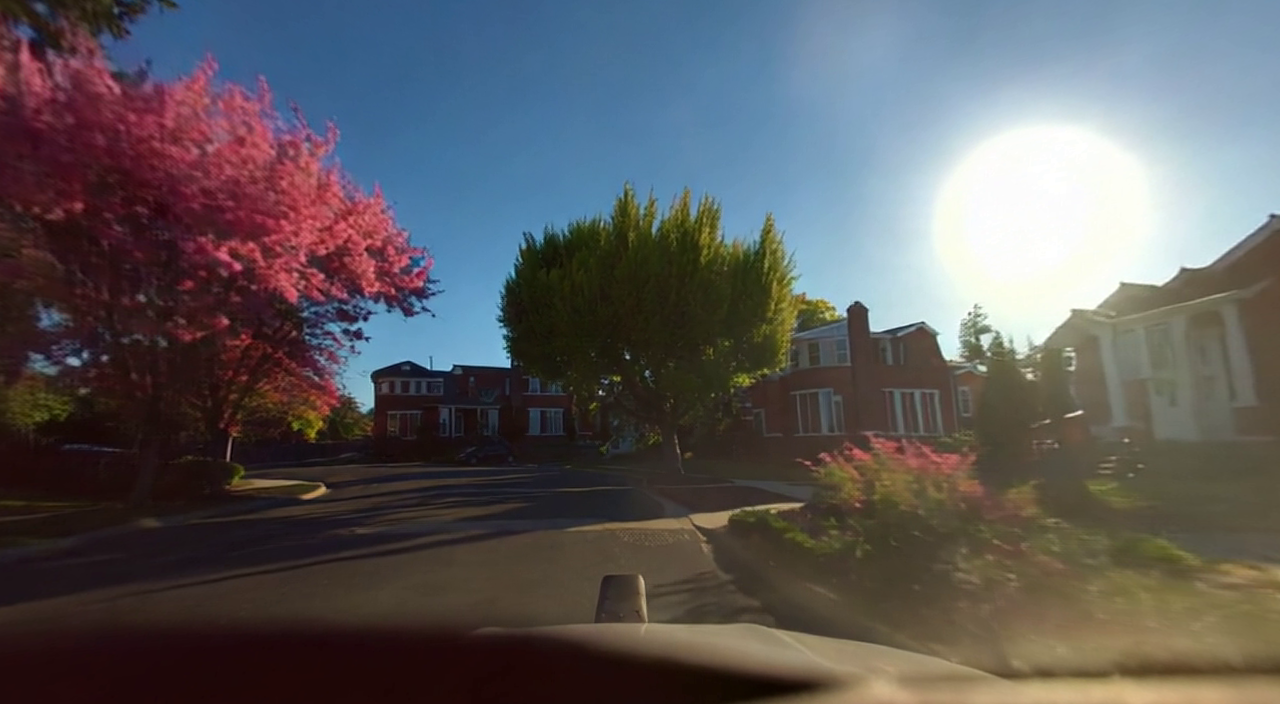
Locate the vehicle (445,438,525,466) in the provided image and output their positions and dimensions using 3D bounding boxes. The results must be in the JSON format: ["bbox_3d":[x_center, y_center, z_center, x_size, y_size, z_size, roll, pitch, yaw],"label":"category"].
[{"bbox_3d":[-10.497,6.808,43.091,4.815,1.827,2.147,0,-9,1],"label":"vehicle"}]

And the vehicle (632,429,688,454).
[{"bbox_3d":[1.554,6.738,47.645,2.152,1.773,4.495,-6,-10,33],"label":"vehicle"}]

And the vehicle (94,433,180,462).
[{"bbox_3d":[-32.479,6.158,40.823,4.237,1.728,2.203,-2,-9,18],"label":"vehicle"}]

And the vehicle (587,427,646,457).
[{"bbox_3d":[-1.705,6.734,47.522,2.310,1.701,4.280,-3,-2,33],"label":"vehicle"}]
